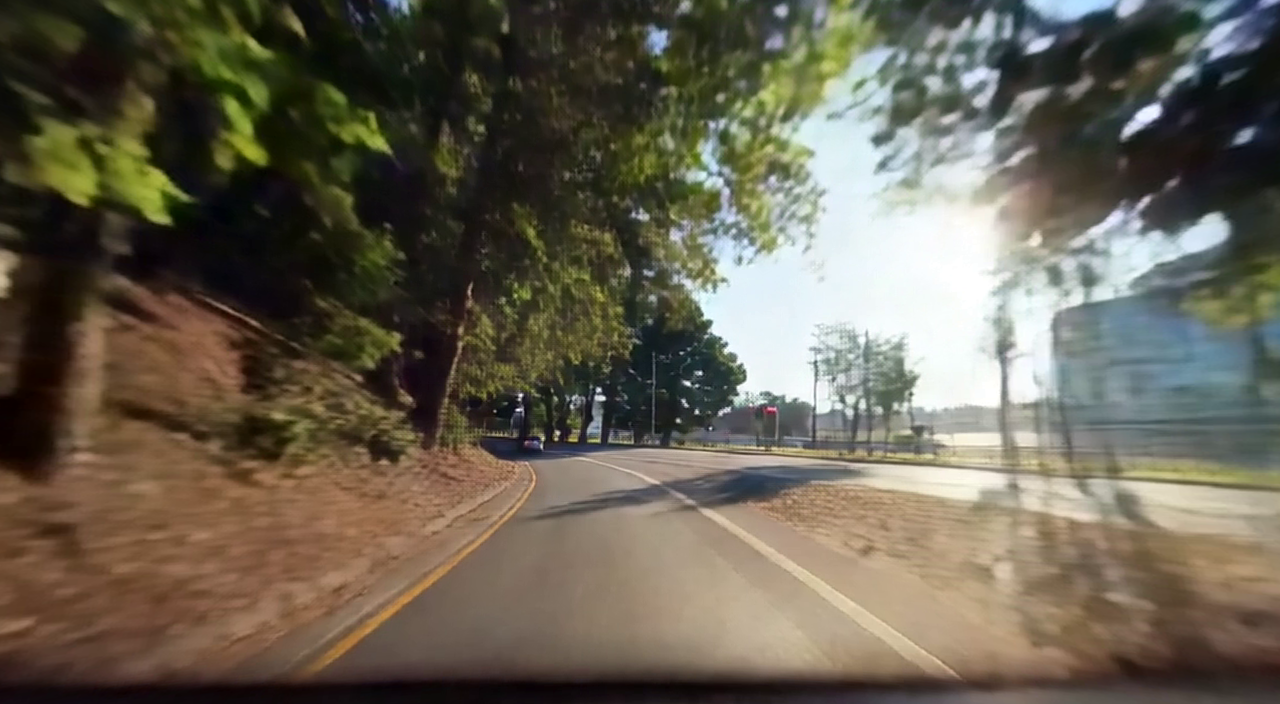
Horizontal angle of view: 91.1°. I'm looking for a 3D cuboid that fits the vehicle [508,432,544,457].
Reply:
[{"bbox_3d":[-8.579,6.924,47.003,1.947,1.729,4.051,3,-9,-19],"label":"vehicle"}]
